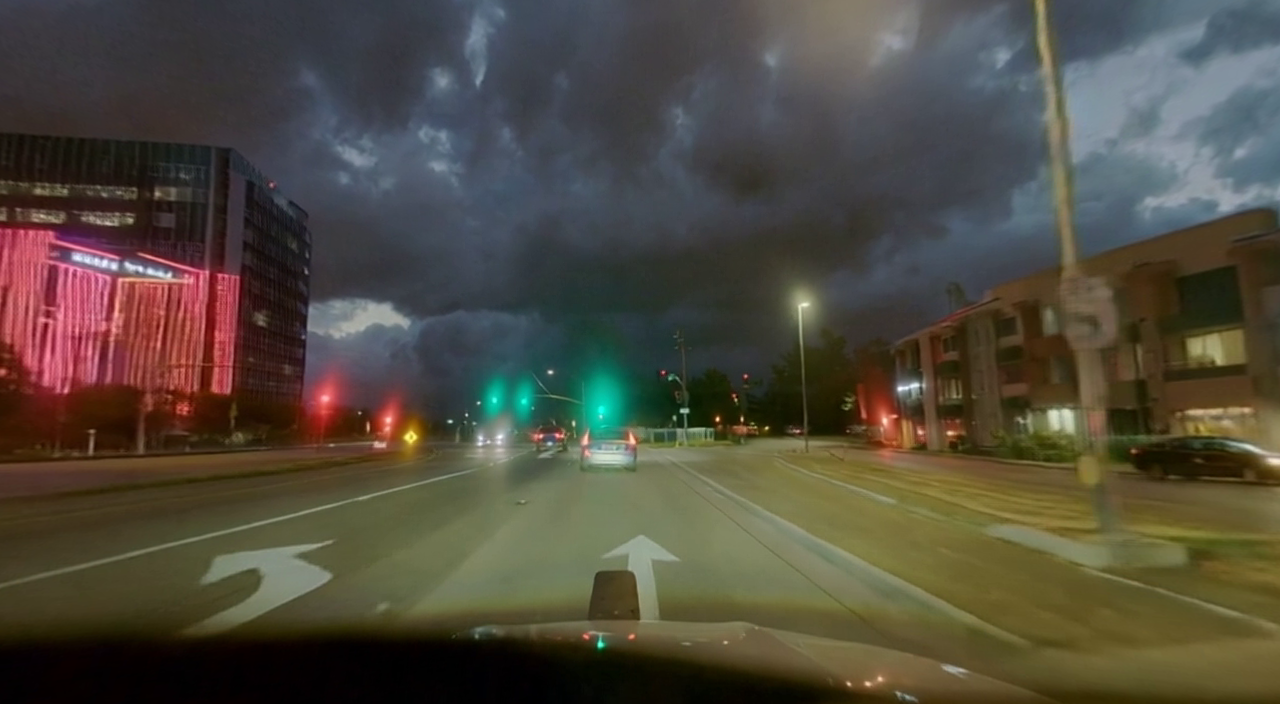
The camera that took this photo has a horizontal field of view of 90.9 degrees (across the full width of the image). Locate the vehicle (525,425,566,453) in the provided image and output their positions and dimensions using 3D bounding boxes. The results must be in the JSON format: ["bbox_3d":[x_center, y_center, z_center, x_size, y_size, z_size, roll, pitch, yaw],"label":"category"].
[{"bbox_3d":[-5.241,4.890,35.335,2.023,1.485,3.721,1,-8,-5],"label":"vehicle"}]

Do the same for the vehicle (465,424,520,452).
[{"bbox_3d":[-9.441,5.567,40.721,1.994,1.717,4.380,-1,-8,8],"label":"vehicle"}]

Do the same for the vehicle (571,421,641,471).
[{"bbox_3d":[-1.118,3.286,22.152,2.231,1.572,4.227,0,-8,-1],"label":"vehicle"}]

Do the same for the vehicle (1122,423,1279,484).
[{"bbox_3d":[19.545,3.548,21.478,1.932,1.762,4.835,0,-13,-6],"label":"vehicle"}]
